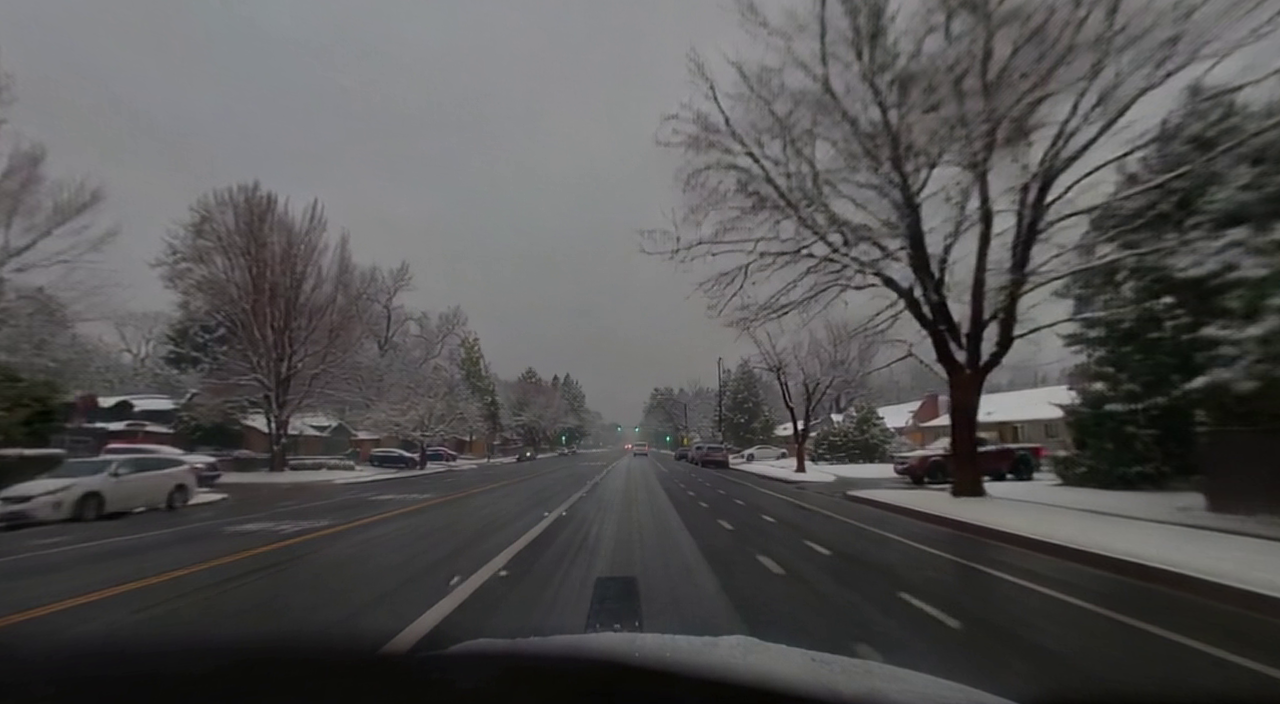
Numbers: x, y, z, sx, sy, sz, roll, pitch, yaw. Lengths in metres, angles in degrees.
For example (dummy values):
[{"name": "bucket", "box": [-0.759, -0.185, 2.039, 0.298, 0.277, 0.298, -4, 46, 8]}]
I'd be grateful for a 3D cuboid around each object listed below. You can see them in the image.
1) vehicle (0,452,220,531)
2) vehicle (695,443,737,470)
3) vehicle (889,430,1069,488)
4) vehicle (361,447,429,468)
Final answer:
[{"name": "vehicle", "box": [-12.107, 3.060, 14.334, 1.888, 1.477, 4.629, -1, -10, 0]}, {"name": "vehicle", "box": [5.169, 7.184, 43.328, 2.164, 1.729, 4.488, 1, -9, -2]}, {"name": "vehicle", "box": [11.353, 3.603, 21.371, 4.880, 1.842, 2.069, 0, -9, -1]}, {"name": "vehicle", "box": [-18.329, 7.877, 47.189, 4.355, 1.482, 1.794, 0, -9, 0]}]
